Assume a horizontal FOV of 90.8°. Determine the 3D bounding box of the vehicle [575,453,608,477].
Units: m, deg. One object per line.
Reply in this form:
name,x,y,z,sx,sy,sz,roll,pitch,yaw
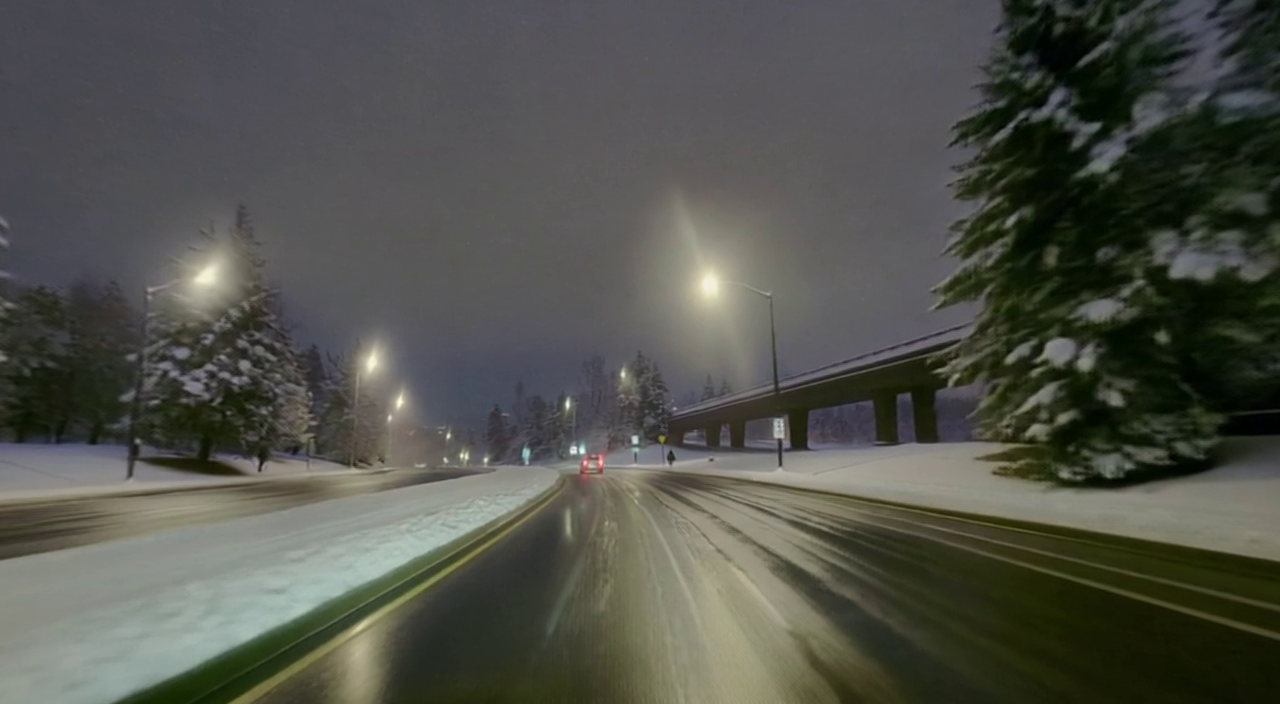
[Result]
vehicle,-3.829,8.723,49.080,2.184,1.713,4.231,1,-9,-9
